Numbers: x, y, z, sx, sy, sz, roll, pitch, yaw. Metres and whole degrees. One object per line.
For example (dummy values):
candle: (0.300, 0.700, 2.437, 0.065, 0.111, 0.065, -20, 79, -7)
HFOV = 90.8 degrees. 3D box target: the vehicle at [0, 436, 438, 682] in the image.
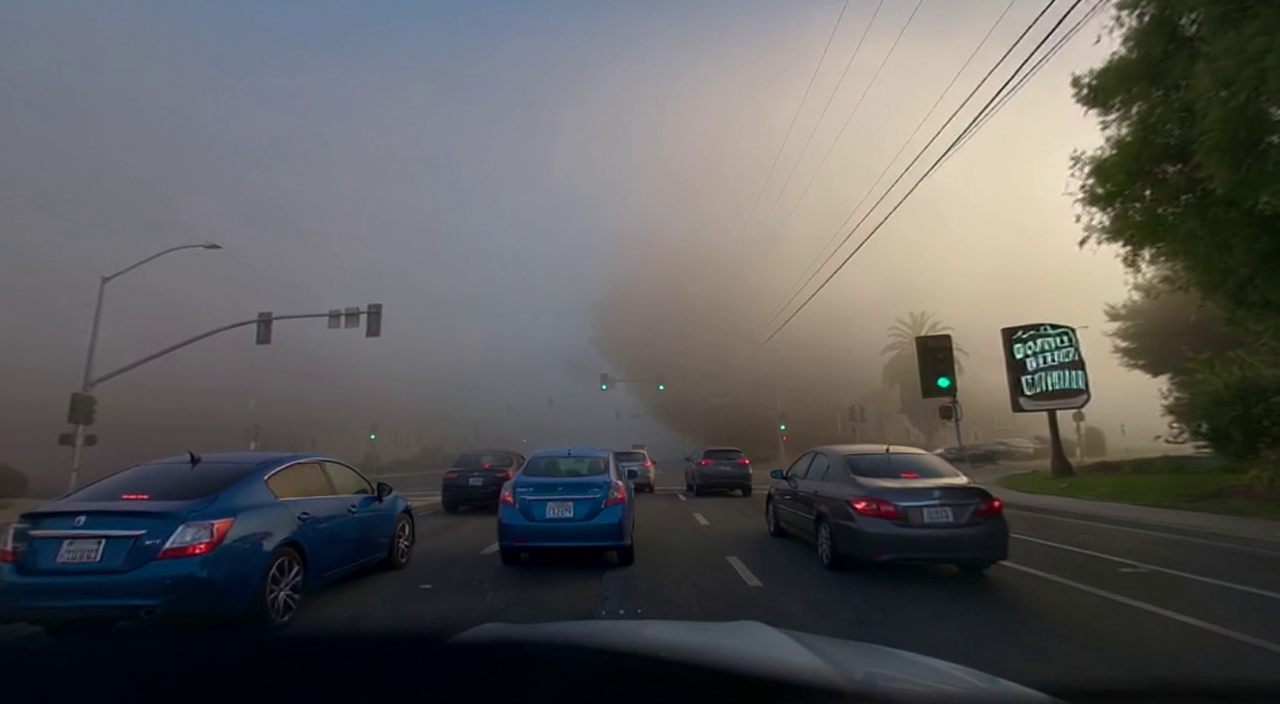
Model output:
vehicle: (-3.698, 1.605, 6.149, 2.058, 1.474, 4.473, 0, -9, -1)

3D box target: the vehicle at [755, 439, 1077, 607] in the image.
vehicle: (2.859, 1.851, 7.839, 2.014, 1.464, 4.312, 0, -9, 0)

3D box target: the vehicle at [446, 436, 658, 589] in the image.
vehicle: (-0.924, 1.893, 8.269, 2.104, 1.500, 3.815, 0, -9, -2)

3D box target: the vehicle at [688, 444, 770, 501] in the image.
vehicle: (2.733, 3.819, 20.401, 1.956, 1.615, 4.205, 0, -9, -1)

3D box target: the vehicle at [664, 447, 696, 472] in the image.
vehicle: (2.920, 7.974, 47.109, 2.063, 1.750, 4.410, 0, -9, -1)
